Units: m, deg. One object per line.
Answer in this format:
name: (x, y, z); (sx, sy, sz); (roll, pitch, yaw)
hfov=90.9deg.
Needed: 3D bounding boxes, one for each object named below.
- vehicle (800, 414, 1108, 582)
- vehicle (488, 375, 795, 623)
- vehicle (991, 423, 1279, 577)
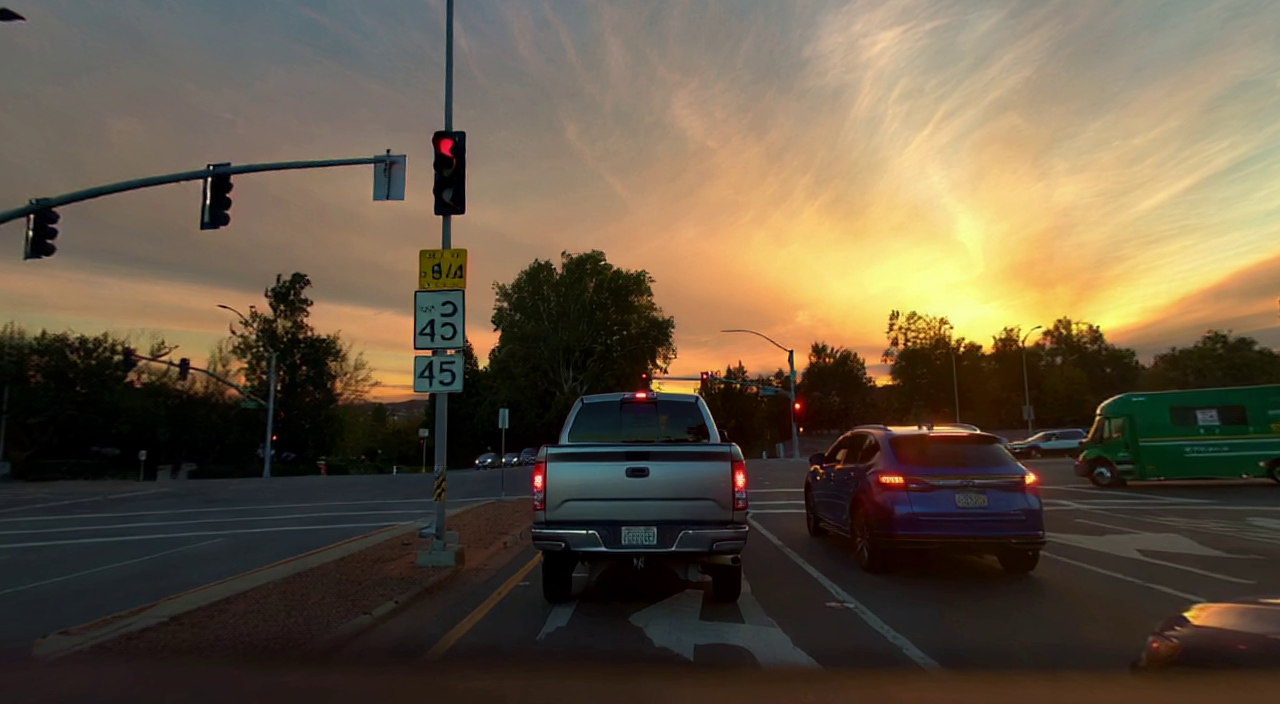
vehicle: (3.563, 1.717, 8.189); (1.981, 1.616, 4.006); (0, -8, 1)
vehicle: (0.048, 1.477, 7.359); (2.326, 1.880, 4.964); (0, -8, 1)
vehicle: (6.828, 1.740, 8.262); (1.973, 1.470, 4.228); (0, -8, -1)
